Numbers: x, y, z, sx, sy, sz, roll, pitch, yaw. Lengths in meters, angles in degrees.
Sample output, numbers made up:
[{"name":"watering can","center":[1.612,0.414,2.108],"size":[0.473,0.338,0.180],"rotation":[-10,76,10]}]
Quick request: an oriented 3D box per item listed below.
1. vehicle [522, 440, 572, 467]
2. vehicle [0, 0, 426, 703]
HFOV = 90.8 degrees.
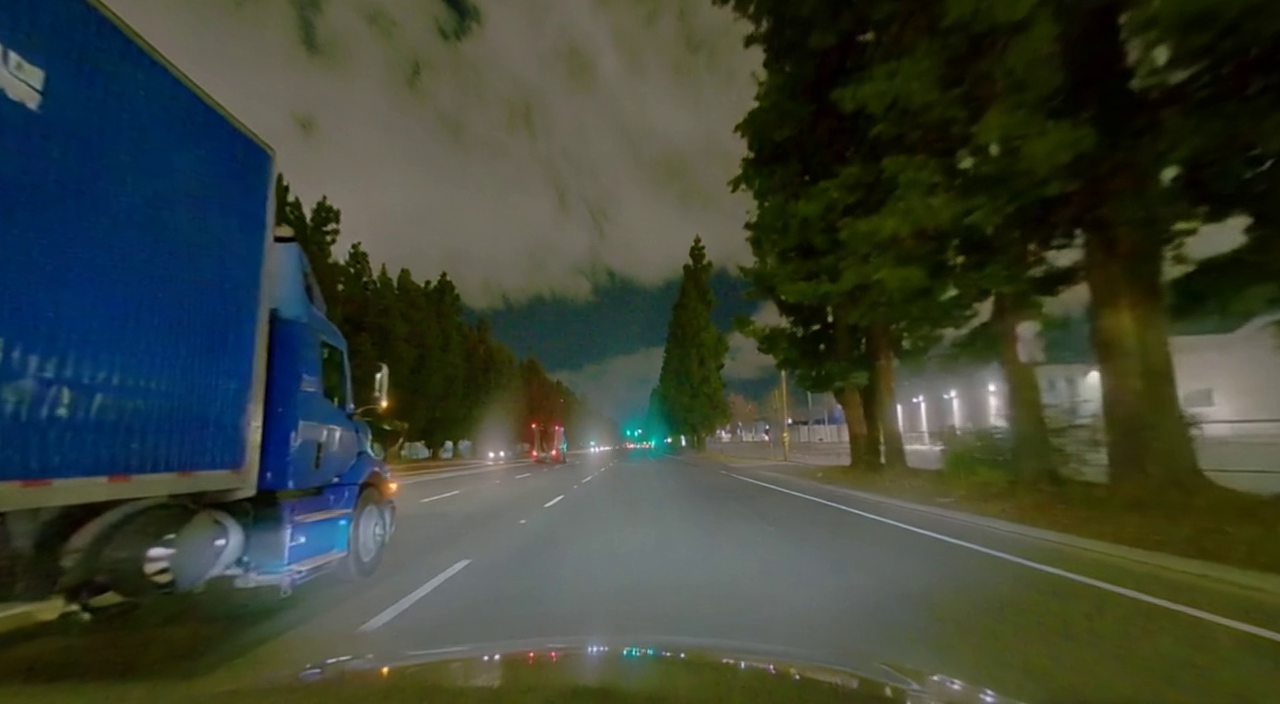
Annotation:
[{"name":"vehicle","center":[-7.000,7.743,48.438],"size":[2.743,1.832,7.257],"rotation":[0,-8,0]},{"name":"vehicle","center":[-3.559,-0.015,1.931],"size":[2.910,3.419,8.376],"rotation":[0,-8,-1]}]
